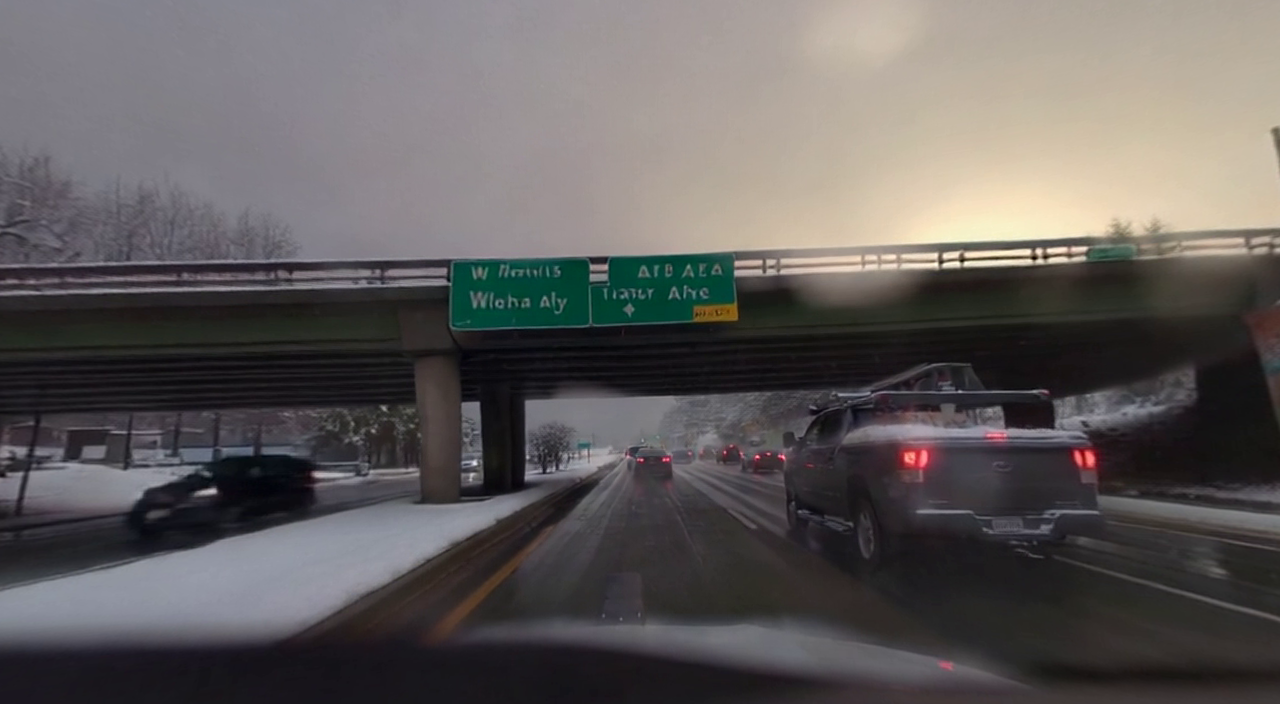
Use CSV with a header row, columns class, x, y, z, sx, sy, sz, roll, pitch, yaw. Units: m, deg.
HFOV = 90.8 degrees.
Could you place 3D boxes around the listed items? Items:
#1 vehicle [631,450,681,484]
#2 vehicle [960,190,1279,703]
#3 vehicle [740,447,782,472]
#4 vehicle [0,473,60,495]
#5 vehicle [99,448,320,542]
class,x,y,z,sx,sy,sz,roll,pitch,yaw
vehicle,0.677,5.003,27.828,2.027,1.341,3.775,0,-8,1
vehicle,3.523,0.556,1.833,2.588,2.321,4.927,0,-8,1
vehicle,7.626,6.840,40.254,1.890,1.478,4.093,0,-8,0
vehicle,-44.968,9.611,45.977,3.685,1.468,1.662,0,-9,-1
vehicle,-8.742,2.867,13.334,1.897,1.663,3.838,0,-8,0
